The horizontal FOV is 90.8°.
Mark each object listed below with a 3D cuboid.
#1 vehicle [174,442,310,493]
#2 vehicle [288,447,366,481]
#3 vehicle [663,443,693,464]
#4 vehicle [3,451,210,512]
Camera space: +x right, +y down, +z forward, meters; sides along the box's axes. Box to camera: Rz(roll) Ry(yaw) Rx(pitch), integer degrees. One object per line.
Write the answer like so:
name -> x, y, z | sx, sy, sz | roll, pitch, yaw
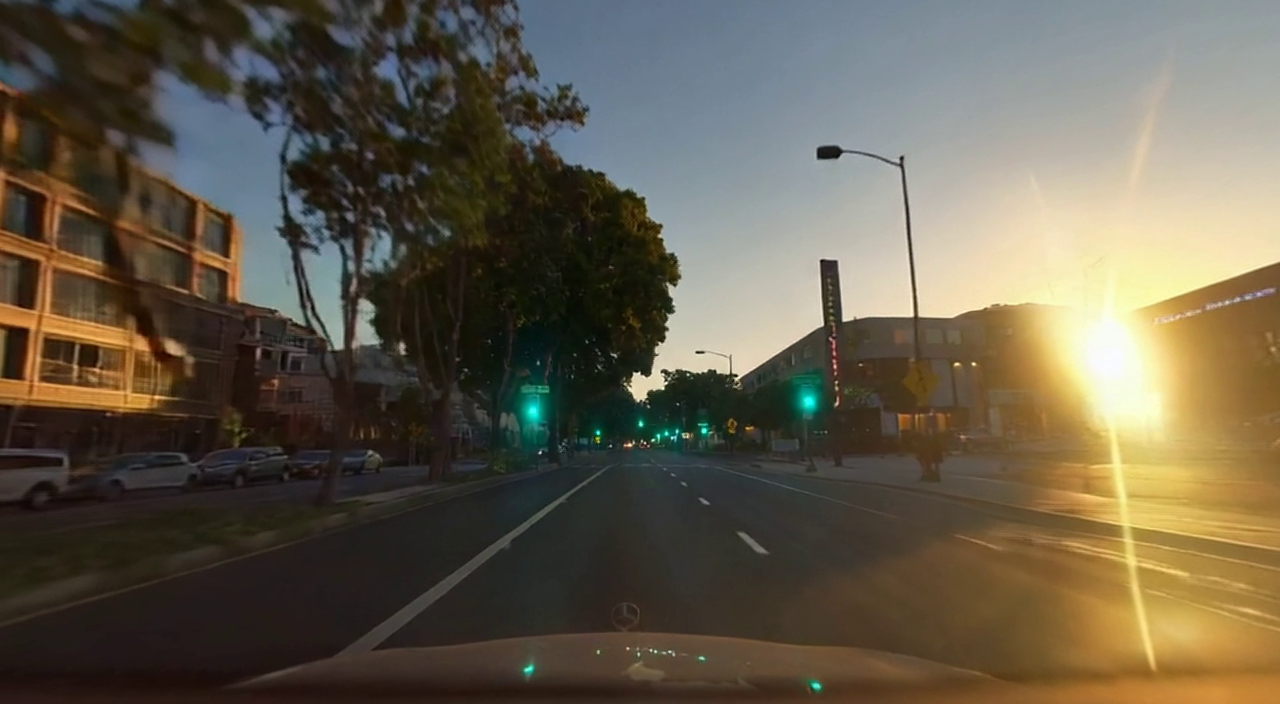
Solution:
vehicle -> -15.465, 4.474, 24.991 | 1.978, 1.760, 5.097 | 0, -8, 1
vehicle -> -15.673, 5.587, 31.852 | 1.831, 1.599, 4.080 | 0, -9, 0
vehicle -> 2.847, 7.598, 47.525 | 1.945, 1.490, 3.817 | 0, -8, -1
vehicle -> -15.310, 3.694, 18.637 | 1.776, 1.468, 5.089 | 0, -8, -1
